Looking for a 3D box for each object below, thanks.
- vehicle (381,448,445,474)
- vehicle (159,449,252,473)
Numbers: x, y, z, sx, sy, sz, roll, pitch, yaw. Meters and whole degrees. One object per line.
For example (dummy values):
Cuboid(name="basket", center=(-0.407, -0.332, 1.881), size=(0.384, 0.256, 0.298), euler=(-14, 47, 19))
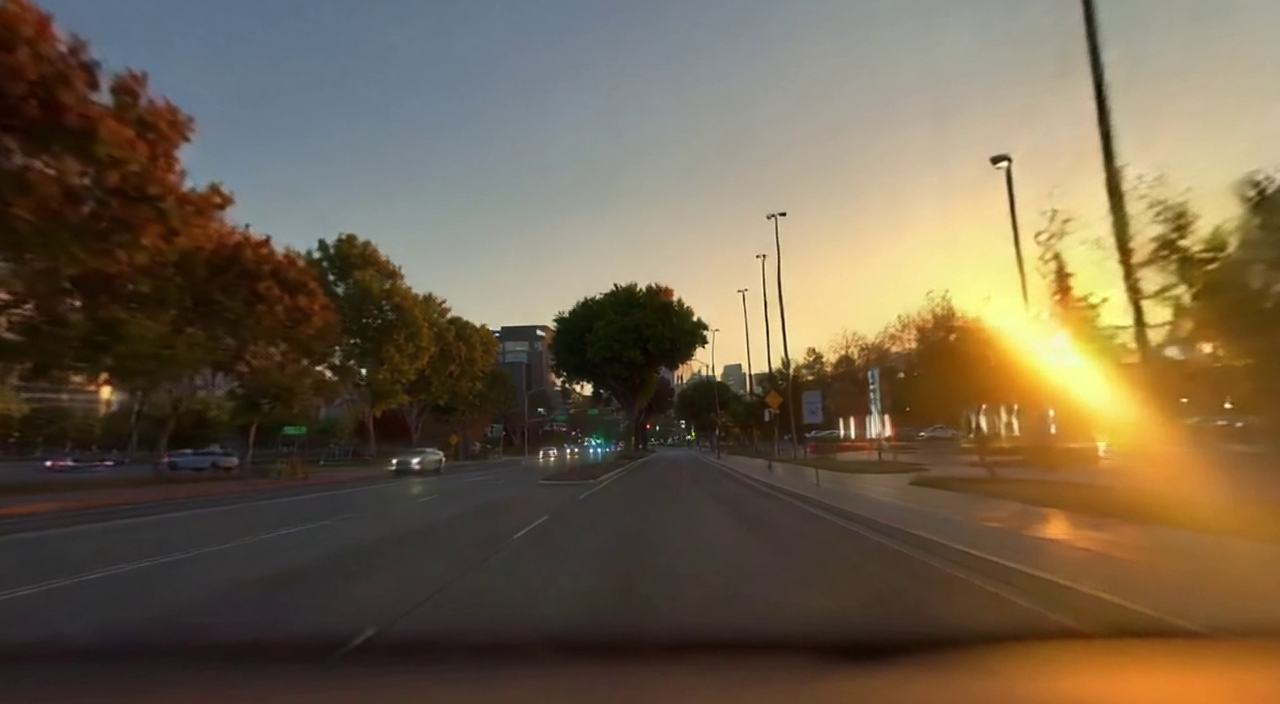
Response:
Cuboid(name="vehicle", center=(-13.800, 6.628, 38.456), size=(1.920, 1.512, 4.657), euler=(-1, -9, 4))
Cuboid(name="vehicle", center=(-28.705, 7.203, 41.597), size=(4.692, 1.576, 1.864), euler=(0, -9, -2))
